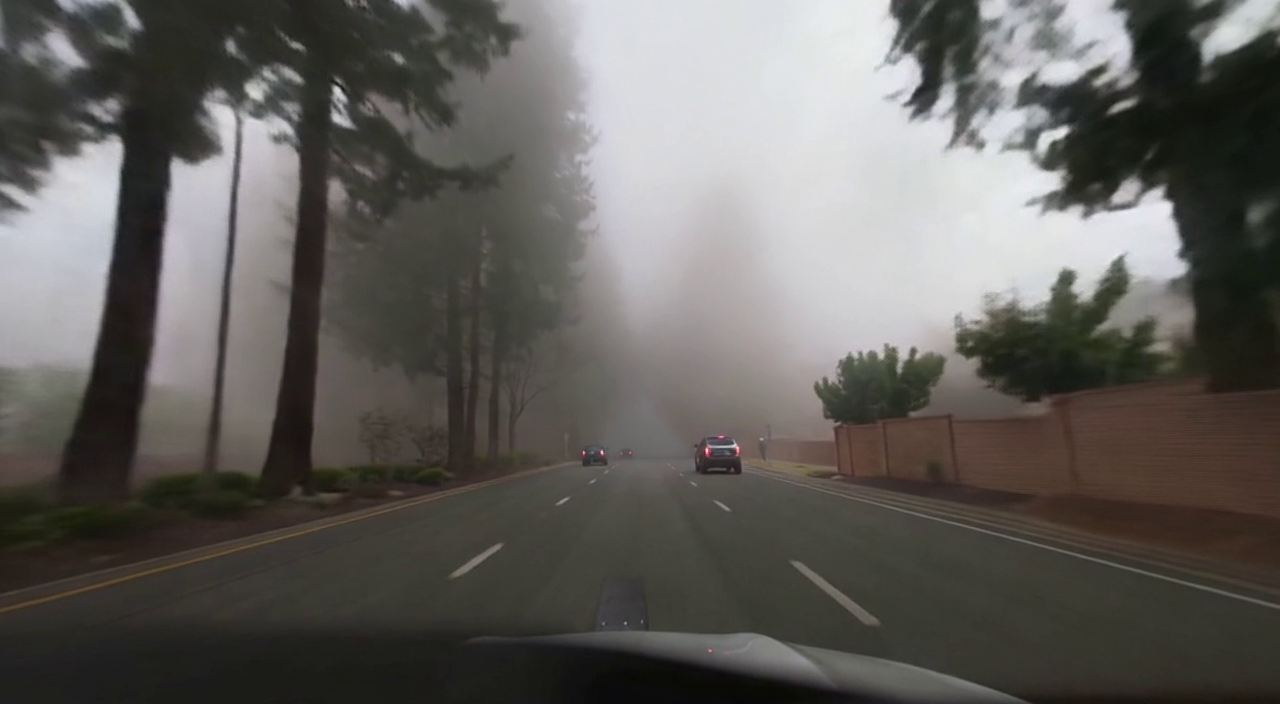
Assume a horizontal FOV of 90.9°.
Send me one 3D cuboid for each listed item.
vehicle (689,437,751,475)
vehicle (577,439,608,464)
[{"bbox_3d":[3.759,5.026,30.679,2.321,1.695,5.037,0,-8,0],"label":"vehicle"},{"bbox_3d":[-3.596,7.600,48.192,2.002,1.747,4.728,0,-8,0],"label":"vehicle"}]
